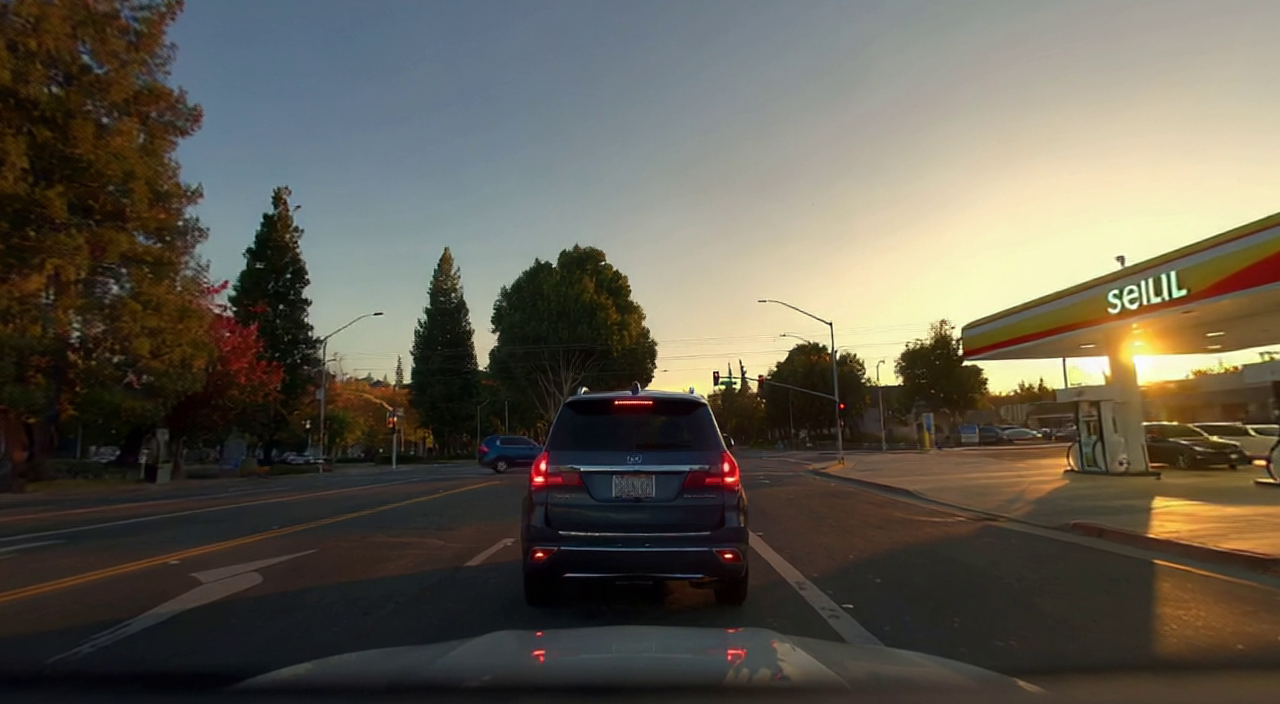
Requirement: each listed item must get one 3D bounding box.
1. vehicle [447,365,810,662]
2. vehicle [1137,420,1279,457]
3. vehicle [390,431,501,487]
[{"bbox_3d":[0.012,1.316,6.127,2.236,1.819,4.291,-1,-9,3],"label":"vehicle"},{"bbox_3d":[25.942,3.965,28.782,4.551,1.616,1.973,-2,-9,11],"label":"vehicle"},{"bbox_3d":[-6.647,3.710,22.162,2.065,1.753,4.525,-1,-9,6],"label":"vehicle"}]
